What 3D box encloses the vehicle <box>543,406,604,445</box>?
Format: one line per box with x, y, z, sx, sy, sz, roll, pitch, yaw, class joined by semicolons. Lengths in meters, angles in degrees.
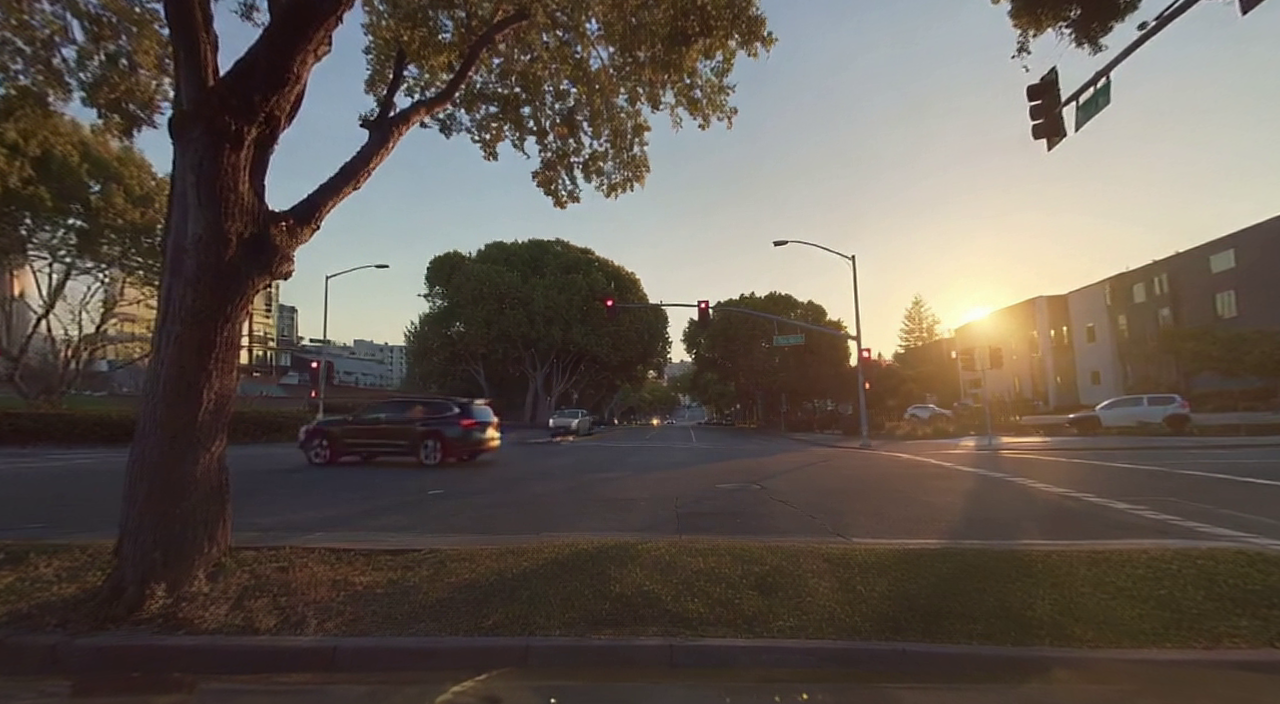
-3.444;4.016;33.915;2.306;1.907;5.382;-1;-8;4;vehicle

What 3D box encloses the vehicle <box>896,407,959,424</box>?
22.018;4.901;48.454;3.933;1.219;1.700;-1;-9;3;vehicle

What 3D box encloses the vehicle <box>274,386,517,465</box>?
-6.140;1.944;16.425;5.383;1.870;2.203;-1;-9;3;vehicle
